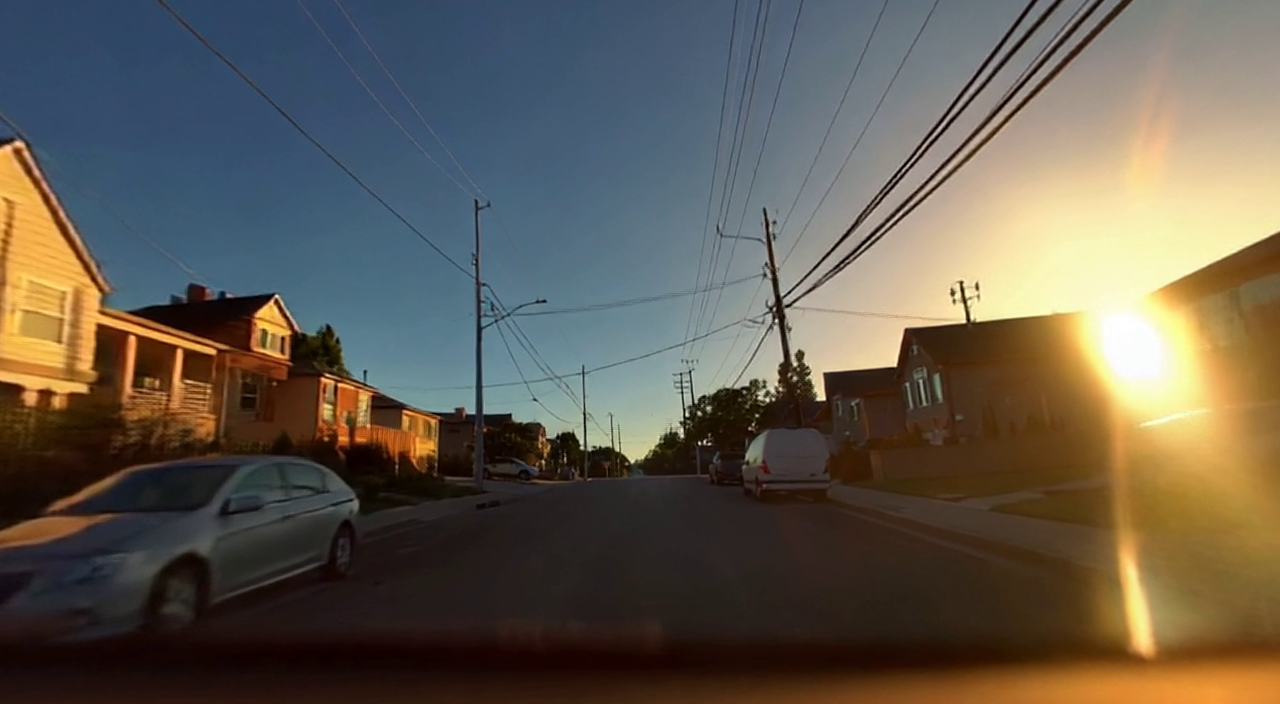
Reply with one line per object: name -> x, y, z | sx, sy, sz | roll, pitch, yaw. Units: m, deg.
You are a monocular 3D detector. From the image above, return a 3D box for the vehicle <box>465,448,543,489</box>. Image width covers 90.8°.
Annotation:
vehicle -> -7.498, 6.416, 34.968 | 3.684, 1.628, 1.792 | 7, -5, 3

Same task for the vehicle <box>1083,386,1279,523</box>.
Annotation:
vehicle -> 9.495, 1.268, 9.105 | 4.532, 1.533, 1.997 | -8, -9, 1

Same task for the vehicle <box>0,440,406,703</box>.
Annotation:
vehicle -> -4.037, 1.653, 5.896 | 1.960, 1.507, 4.542 | -2, -7, 1

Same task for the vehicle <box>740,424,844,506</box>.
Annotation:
vehicle -> 4.500, 3.420, 19.508 | 2.343, 2.229, 4.199 | -1, -9, 3
